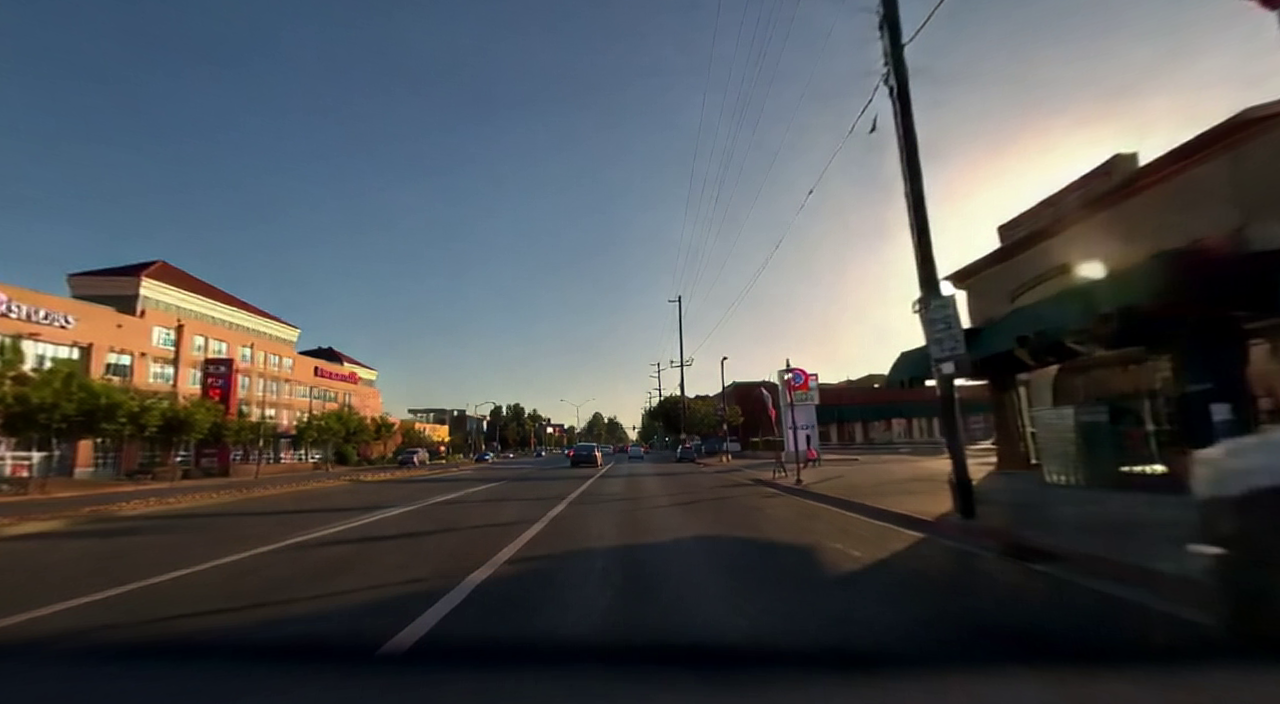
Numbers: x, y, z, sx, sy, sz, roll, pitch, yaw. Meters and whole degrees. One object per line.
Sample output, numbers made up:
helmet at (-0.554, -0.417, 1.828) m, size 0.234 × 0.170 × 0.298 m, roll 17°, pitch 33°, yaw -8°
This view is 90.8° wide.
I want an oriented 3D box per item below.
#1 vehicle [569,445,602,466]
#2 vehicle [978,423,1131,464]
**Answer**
vehicle at (-4.103, 7.819, 47.991) m, size 2.179 × 1.490 × 4.742 m, roll 0°, pitch -9°, yaw -1°
vehicle at (16.397, 3.694, 25.264) m, size 2.150 × 1.463 × 4.524 m, roll 5°, pitch -10°, yaw -30°
